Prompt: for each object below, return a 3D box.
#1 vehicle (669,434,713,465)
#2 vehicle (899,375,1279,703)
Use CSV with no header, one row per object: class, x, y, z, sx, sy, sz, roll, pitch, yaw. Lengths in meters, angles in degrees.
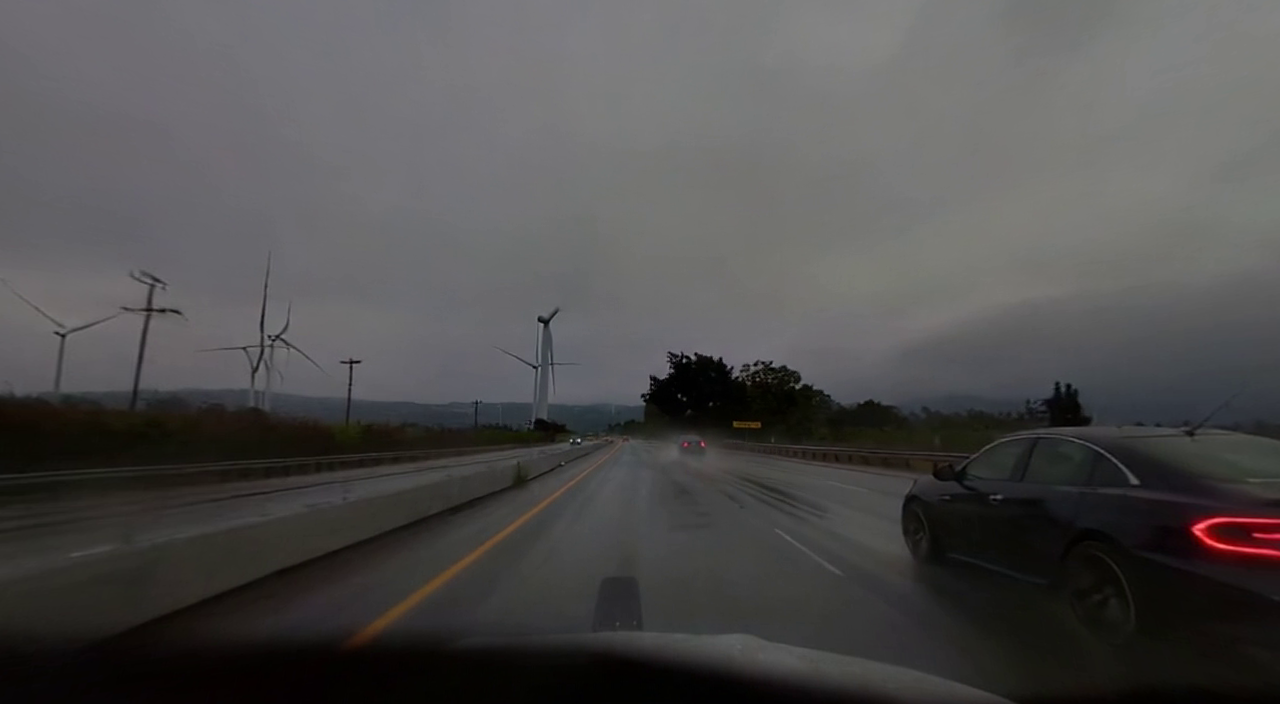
vehicle,2.893,5.632,36.630,2.066,1.661,4.500,0,-8,-2
vehicle,3.696,1.117,4.161,2.038,1.624,4.312,0,-8,-1
